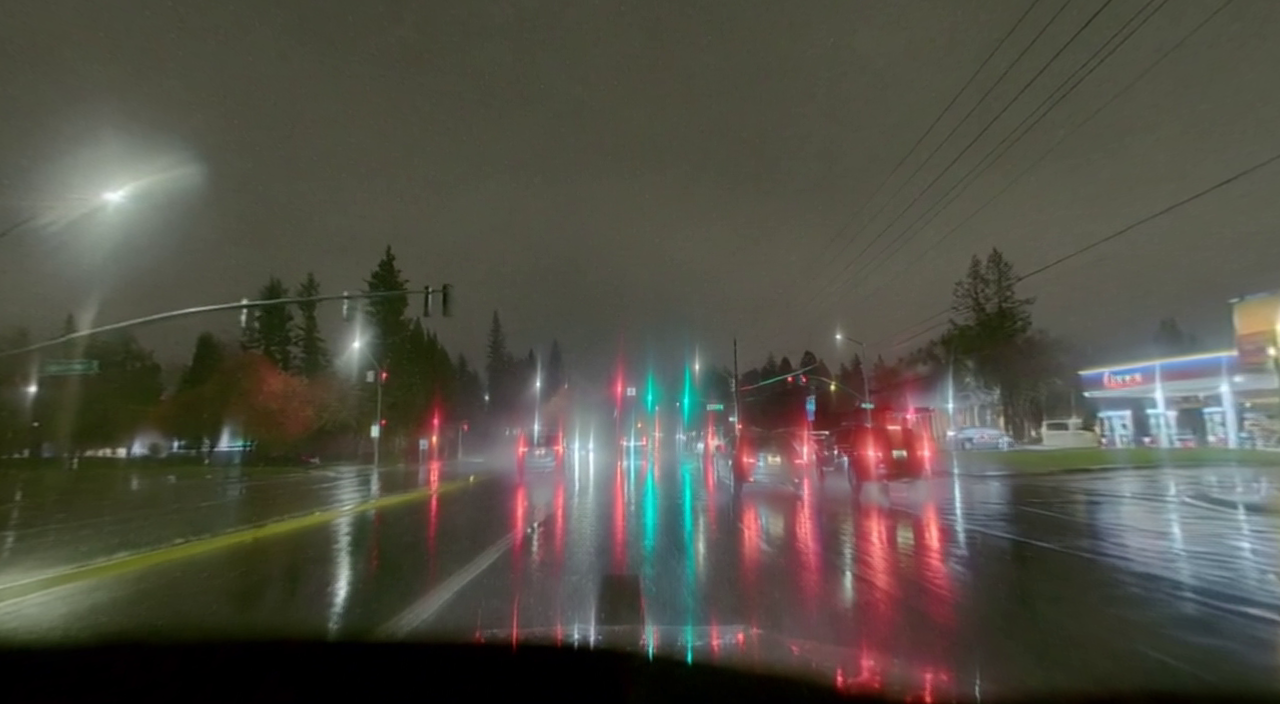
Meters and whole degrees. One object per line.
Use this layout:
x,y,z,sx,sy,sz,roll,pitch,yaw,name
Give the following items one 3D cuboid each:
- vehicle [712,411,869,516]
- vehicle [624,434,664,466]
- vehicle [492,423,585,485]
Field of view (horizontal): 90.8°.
2.881,2.286,13.382,2.140,1.800,4.660,0,-8,0,vehicle
0.191,5.558,35.890,2.131,1.665,3.926,0,-8,-2,vehicle
-3.214,3.363,21.070,2.261,1.820,4.255,0,-8,2,vehicle
